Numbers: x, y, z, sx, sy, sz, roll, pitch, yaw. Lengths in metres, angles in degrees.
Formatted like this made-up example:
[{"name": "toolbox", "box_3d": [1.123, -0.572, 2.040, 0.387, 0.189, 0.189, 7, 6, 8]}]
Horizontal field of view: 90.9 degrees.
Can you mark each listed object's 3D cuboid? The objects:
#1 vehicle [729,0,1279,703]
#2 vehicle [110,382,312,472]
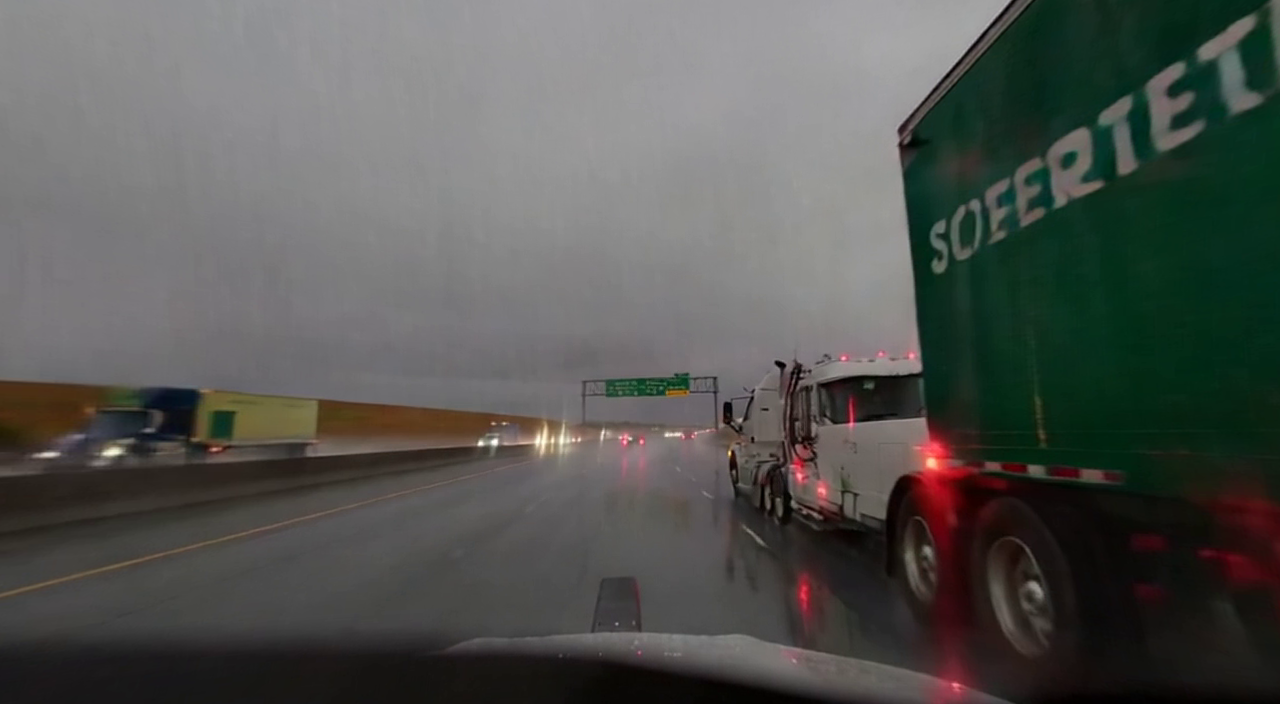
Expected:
[{"name": "vehicle", "box_3d": [3.515, 0.005, 5.635, 2.976, 4.077, 14.571, 0, -8, -1]}, {"name": "vehicle", "box_3d": [-22.263, 4.122, 34.062, 2.957, 4.062, 11.203, 0, -8, 1]}]
